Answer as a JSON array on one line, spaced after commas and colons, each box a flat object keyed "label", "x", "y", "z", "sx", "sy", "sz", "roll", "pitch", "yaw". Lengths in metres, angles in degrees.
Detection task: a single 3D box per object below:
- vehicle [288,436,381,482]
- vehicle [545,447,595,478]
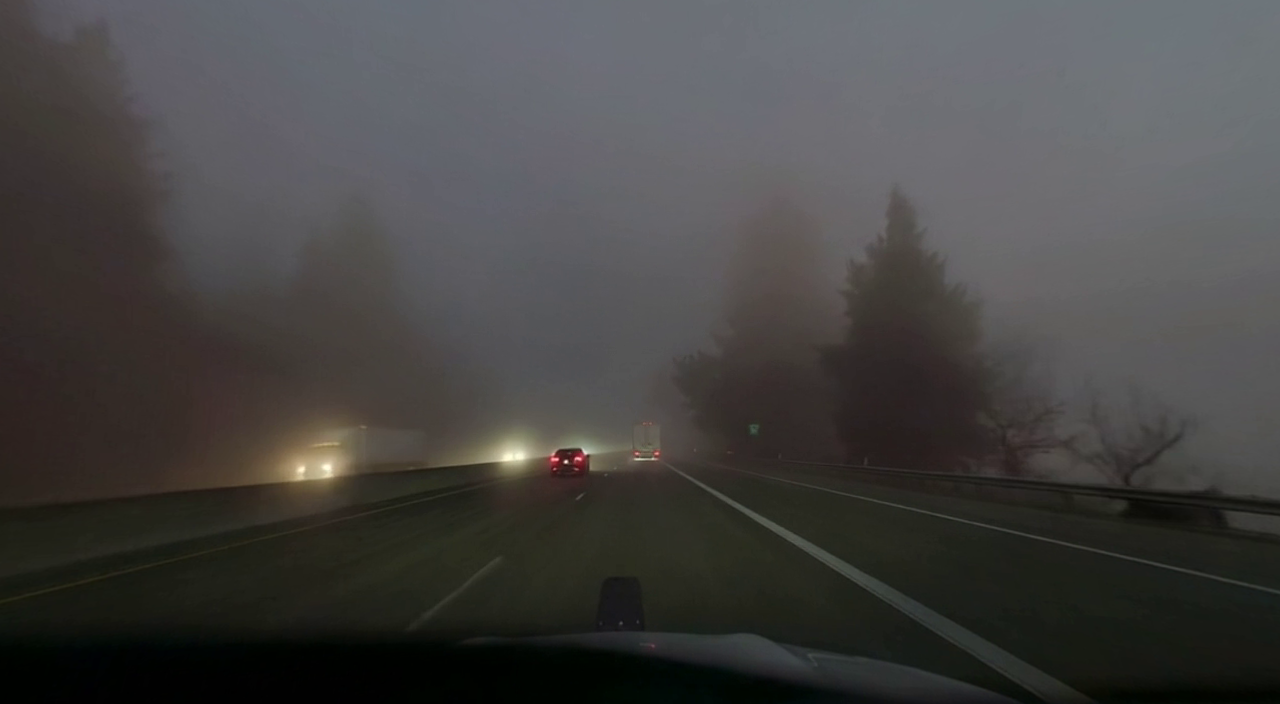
[{"label": "vehicle", "x": -17.494, "y": 6.159, "z": 36.559, "sx": 2.252, "sy": 2.427, "sz": 6.092, "roll": -1, "pitch": -9, "yaw": 0}, {"label": "vehicle", "x": -3.448, "y": 5.520, "z": 31.800, "sx": 1.955, "sy": 1.438, "sz": 4.100, "roll": -1, "pitch": -9, "yaw": 1}]
